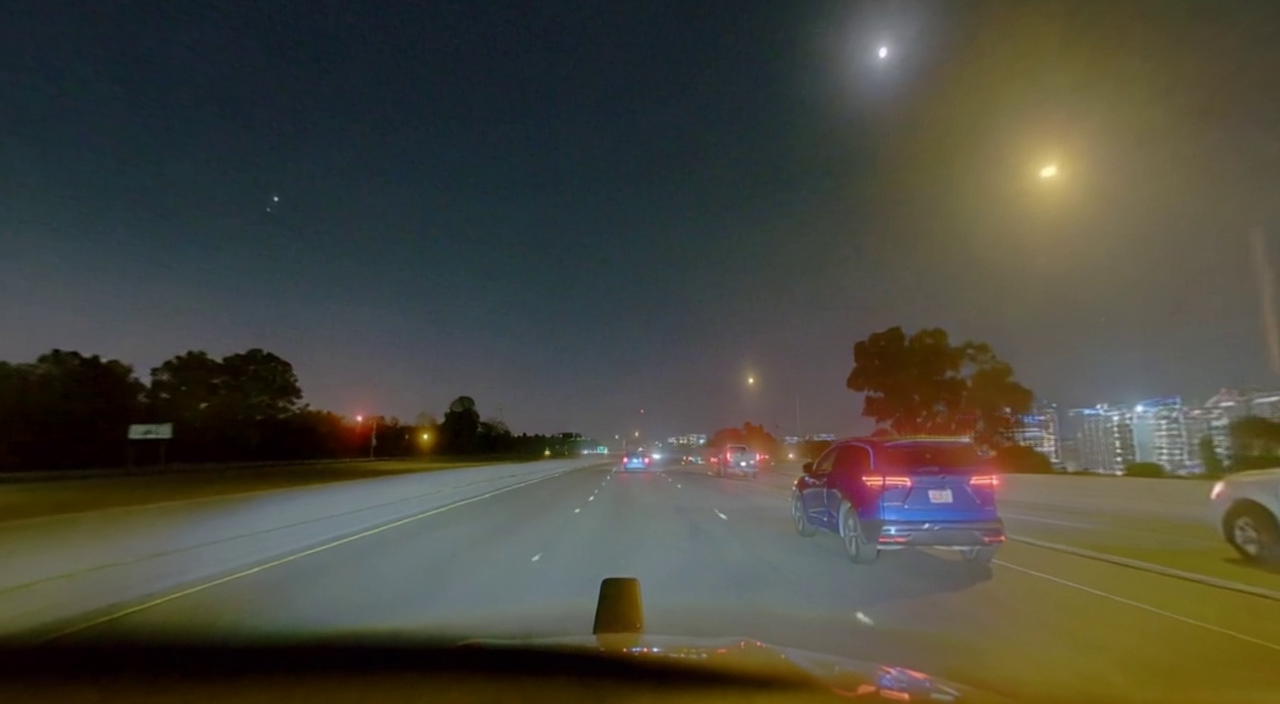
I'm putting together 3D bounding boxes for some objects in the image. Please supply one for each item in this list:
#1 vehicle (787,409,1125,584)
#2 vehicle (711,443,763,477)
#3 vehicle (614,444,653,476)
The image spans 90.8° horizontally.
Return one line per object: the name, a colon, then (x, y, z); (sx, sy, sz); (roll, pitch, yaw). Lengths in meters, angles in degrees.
vehicle: (3.556, 1.716, 8.293); (2.097, 1.659, 4.320); (0, -9, -1)
vehicle: (6.924, 7.805, 46.026); (2.526, 2.230, 6.190); (0, -9, -3)
vehicle: (-0.424, 6.476, 38.072); (2.181, 1.768, 4.383); (0, -9, -2)
